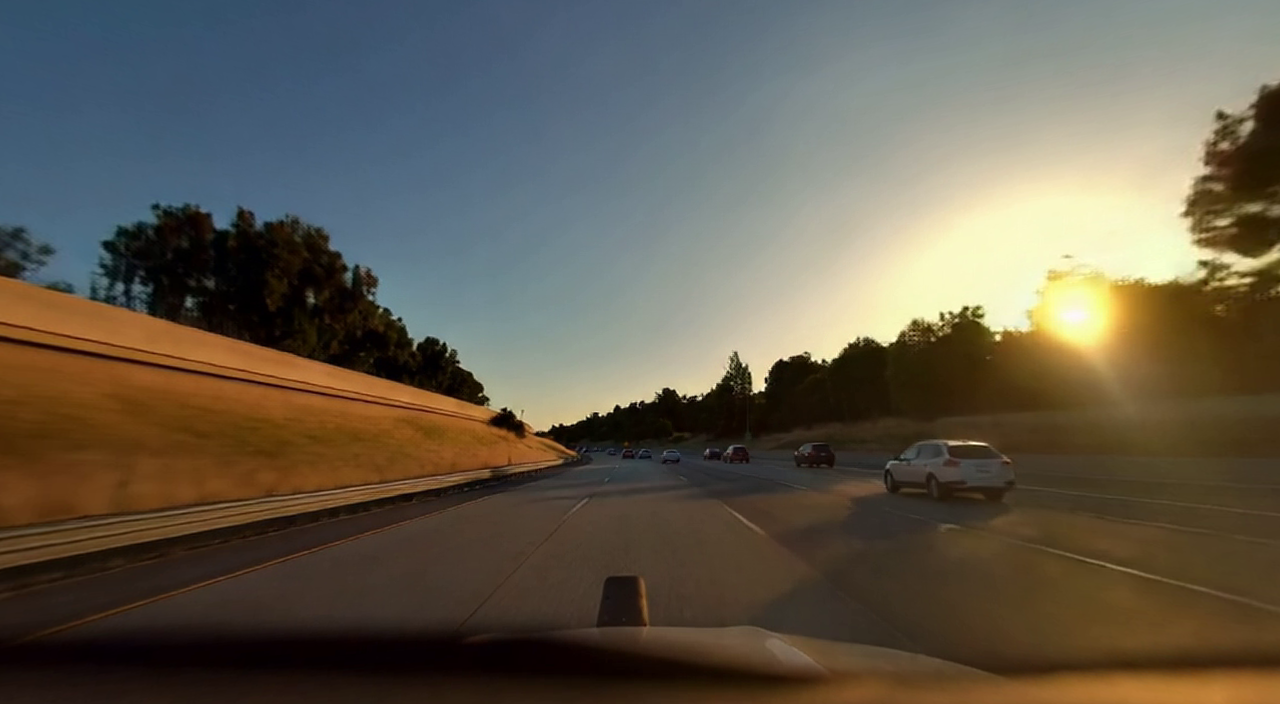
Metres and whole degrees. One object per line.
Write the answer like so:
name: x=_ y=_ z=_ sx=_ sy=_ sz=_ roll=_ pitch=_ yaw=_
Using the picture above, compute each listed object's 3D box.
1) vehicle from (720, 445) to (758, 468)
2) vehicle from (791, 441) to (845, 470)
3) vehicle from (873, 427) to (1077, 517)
vehicle: x=6.771 y=7.159 z=43.367 sx=1.940 sy=1.482 sz=3.644 roll=1 pitch=-8 yaw=-2
vehicle: x=10.759 y=6.234 z=38.167 sx=1.986 sy=1.644 sz=4.126 roll=1 pitch=-8 yaw=-1
vehicle: x=7.286 y=2.636 z=14.381 sx=2.048 sy=1.697 sz=4.689 roll=0 pitch=-8 yaw=0
